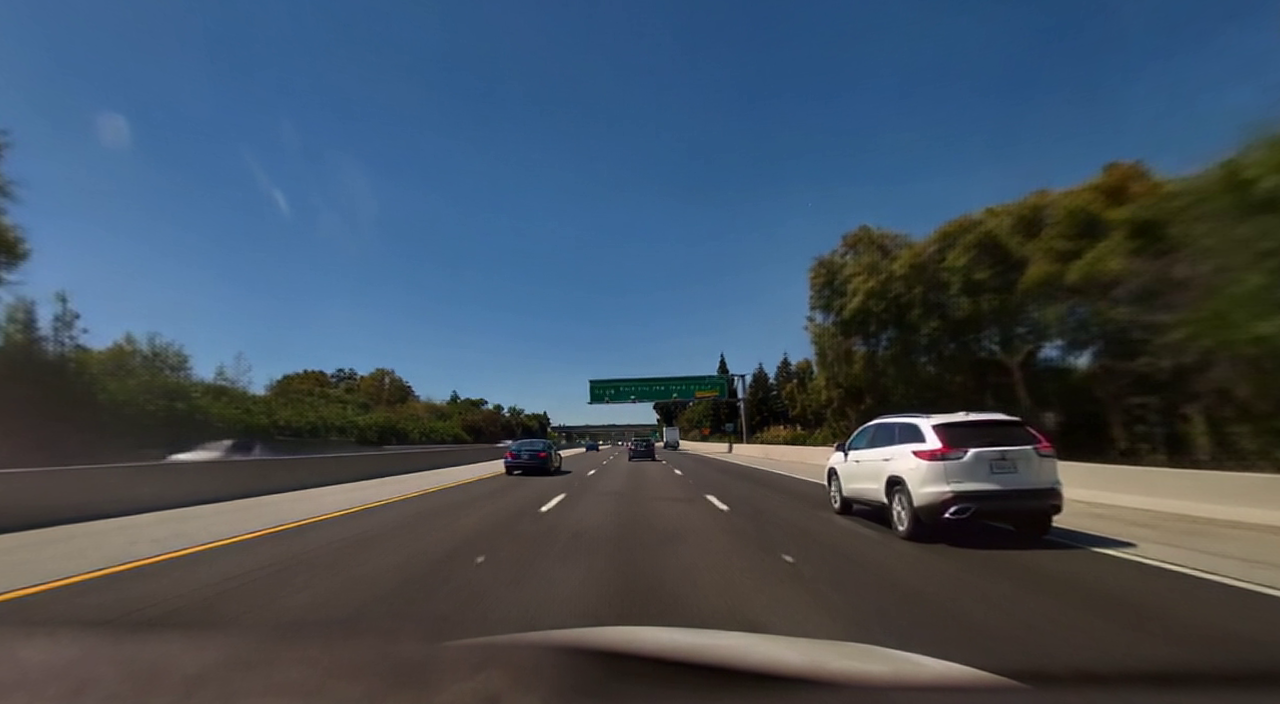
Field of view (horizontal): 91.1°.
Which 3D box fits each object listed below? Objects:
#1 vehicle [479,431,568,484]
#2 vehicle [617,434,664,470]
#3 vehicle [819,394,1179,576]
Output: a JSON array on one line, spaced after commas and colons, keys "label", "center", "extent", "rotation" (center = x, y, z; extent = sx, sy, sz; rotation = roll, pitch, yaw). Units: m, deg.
[{"label": "vehicle", "center": [-3.719, 3.464, 20.968], "extent": [2.066, 1.561, 4.495], "rotation": [0, -8, 1]}, {"label": "vehicle", "center": [0.023, 4.604, 29.156], "extent": [2.049, 1.542, 3.816], "rotation": [0, -8, 0]}, {"label": "vehicle", "center": [4.038, 1.563, 8.167], "extent": [2.025, 1.707, 4.279], "rotation": [0, -8, -2]}]
